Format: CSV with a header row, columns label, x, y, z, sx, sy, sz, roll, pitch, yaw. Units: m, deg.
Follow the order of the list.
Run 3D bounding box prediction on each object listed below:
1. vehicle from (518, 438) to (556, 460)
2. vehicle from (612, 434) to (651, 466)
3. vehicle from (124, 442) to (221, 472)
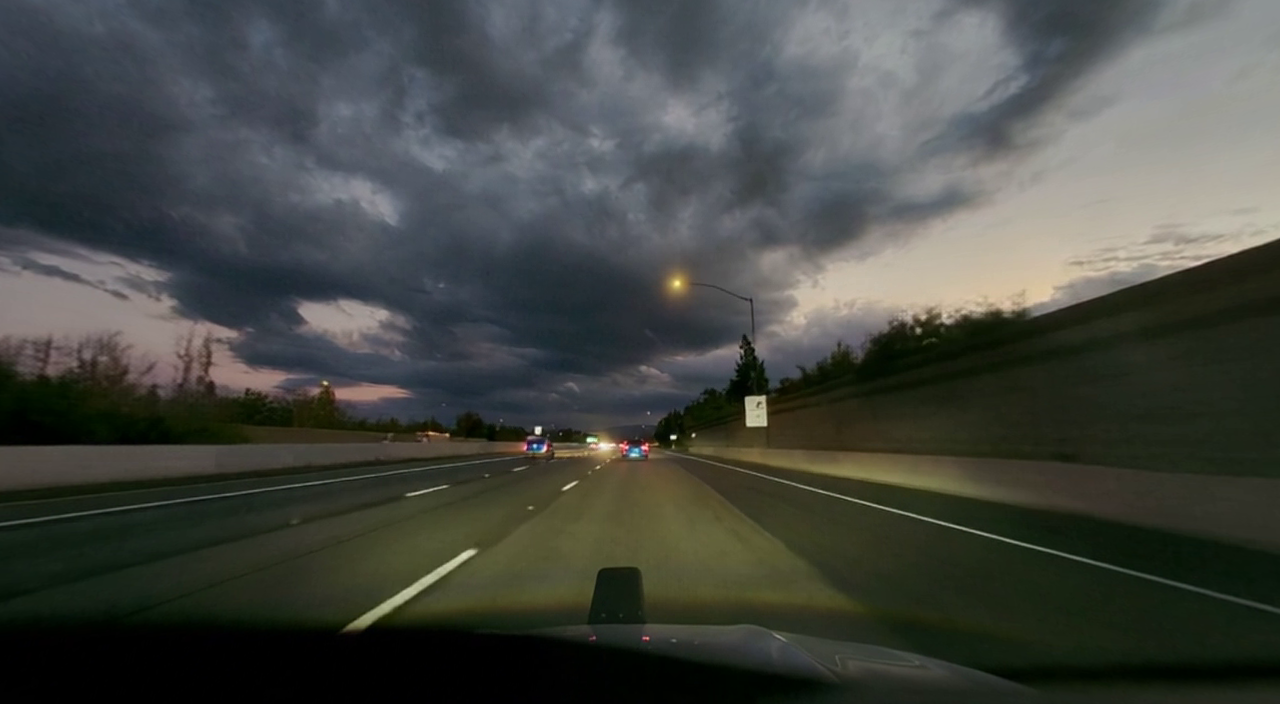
label,x,y,z,sx,sy,sz,roll,pitch,yaw
vehicle,-7.506,7.169,46.439,2.019,1.523,4.396,0,-8,1
vehicle,-0.469,5.665,36.423,2.141,1.706,4.065,0,-8,0
vehicle,-25.266,5.667,34.279,1.822,1.531,4.471,0,-8,0
